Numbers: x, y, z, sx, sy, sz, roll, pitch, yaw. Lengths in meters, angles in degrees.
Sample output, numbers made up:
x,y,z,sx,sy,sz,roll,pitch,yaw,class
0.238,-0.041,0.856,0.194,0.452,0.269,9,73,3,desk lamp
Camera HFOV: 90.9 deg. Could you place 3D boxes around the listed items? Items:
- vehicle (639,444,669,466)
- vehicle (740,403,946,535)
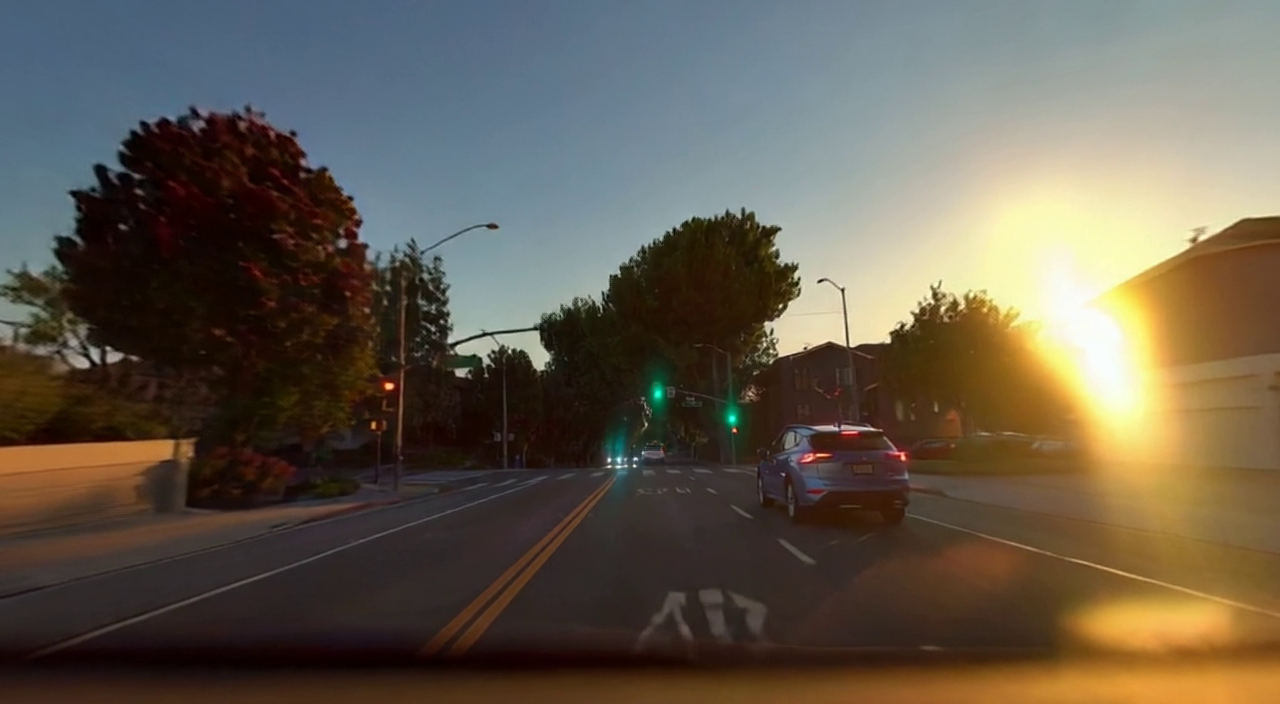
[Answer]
x,y,z,sx,sy,sz,roll,pitch,yaw,class
0.965,7.512,46.113,2.097,1.463,4.043,0,-9,0,vehicle
3.296,2.039,11.511,2.130,1.863,4.844,0,-9,0,vehicle
